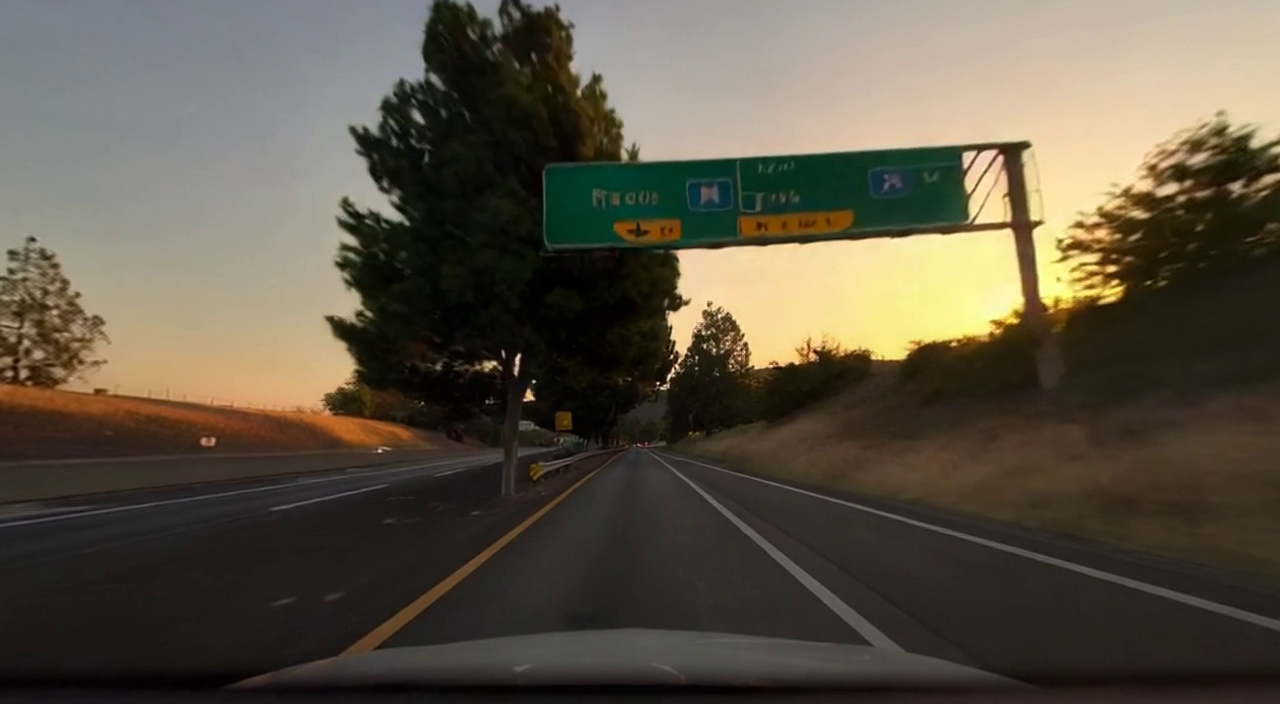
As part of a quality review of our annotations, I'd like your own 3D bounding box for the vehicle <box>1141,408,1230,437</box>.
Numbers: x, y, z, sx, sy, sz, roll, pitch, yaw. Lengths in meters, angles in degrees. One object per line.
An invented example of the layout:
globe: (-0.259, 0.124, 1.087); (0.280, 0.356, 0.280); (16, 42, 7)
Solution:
vehicle: (31.984, 4.212, 37.134); (1.853, 1.521, 4.259); (-1, -9, 8)
